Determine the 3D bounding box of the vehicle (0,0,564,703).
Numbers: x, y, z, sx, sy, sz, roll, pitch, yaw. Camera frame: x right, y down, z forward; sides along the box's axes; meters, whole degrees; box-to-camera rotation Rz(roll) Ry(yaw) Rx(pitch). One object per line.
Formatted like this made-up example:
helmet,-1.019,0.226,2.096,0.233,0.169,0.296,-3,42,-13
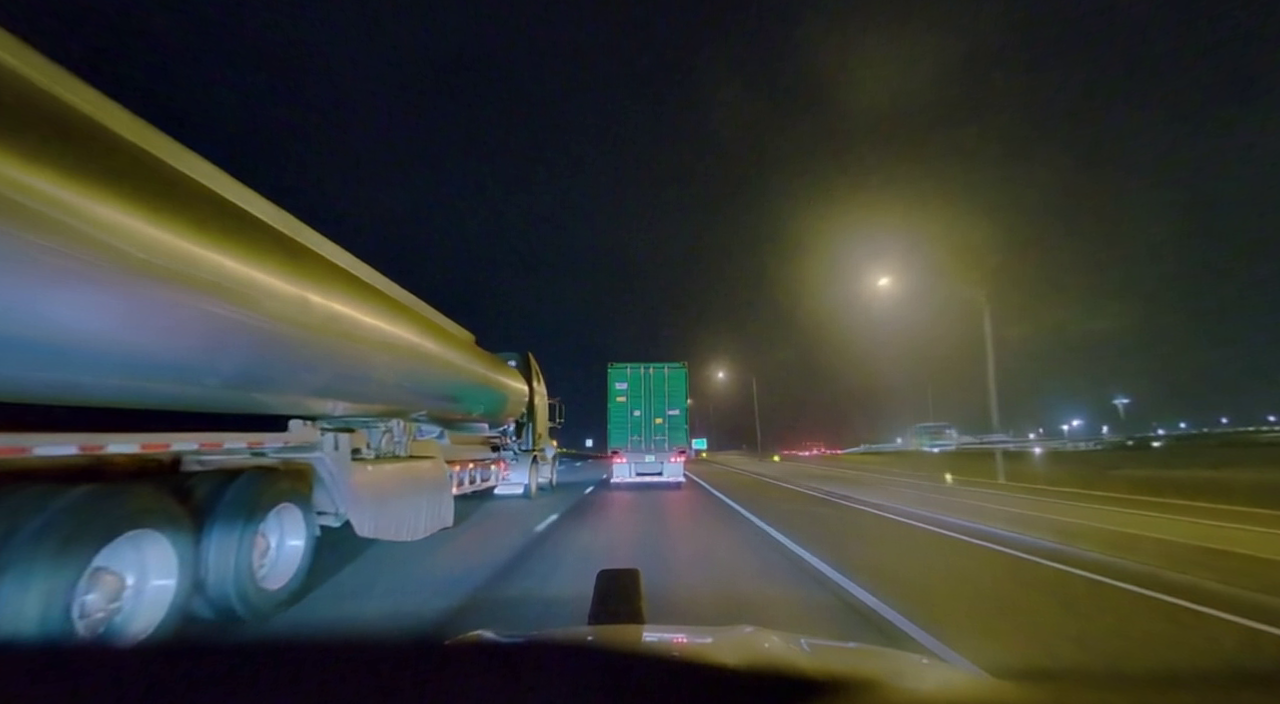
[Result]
vehicle,-3.877,0.930,9.853,3.267,3.655,17.154,0,-8,0

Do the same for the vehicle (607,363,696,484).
vehicle,0.439,3.209,26.699,2.942,4.003,11.297,0,-9,1
